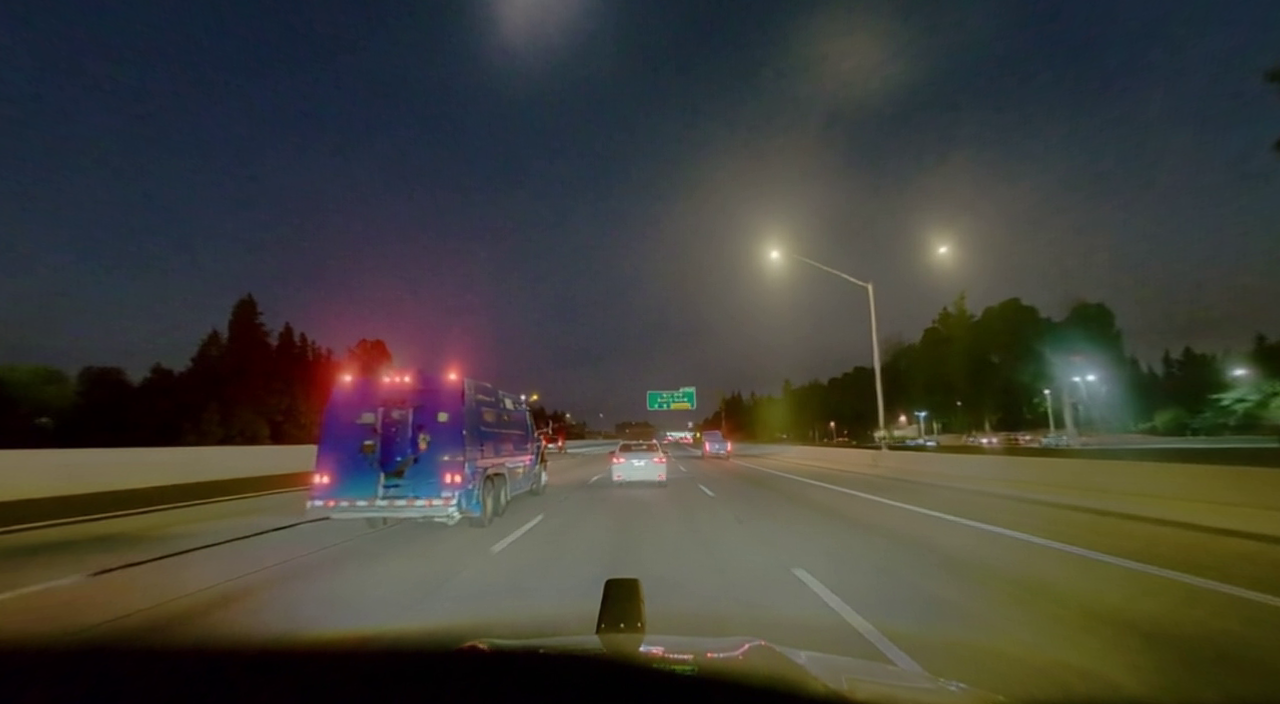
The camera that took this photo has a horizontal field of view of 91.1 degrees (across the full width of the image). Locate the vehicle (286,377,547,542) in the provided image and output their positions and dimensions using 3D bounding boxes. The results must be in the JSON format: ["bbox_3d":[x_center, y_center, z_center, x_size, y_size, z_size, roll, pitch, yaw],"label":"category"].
[{"bbox_3d":[-3.344,1.806,11.087,2.526,2.146,5.594,0,-8,0],"label":"vehicle"}]

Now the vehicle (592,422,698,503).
[{"bbox_3d":[0.119,2.605,15.207,2.165,1.653,4.456,0,-8,0],"label":"vehicle"}]

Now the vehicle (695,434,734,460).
[{"bbox_3d":[4.945,6.359,42.251,2.079,1.656,4.506,0,-8,0],"label":"vehicle"}]
